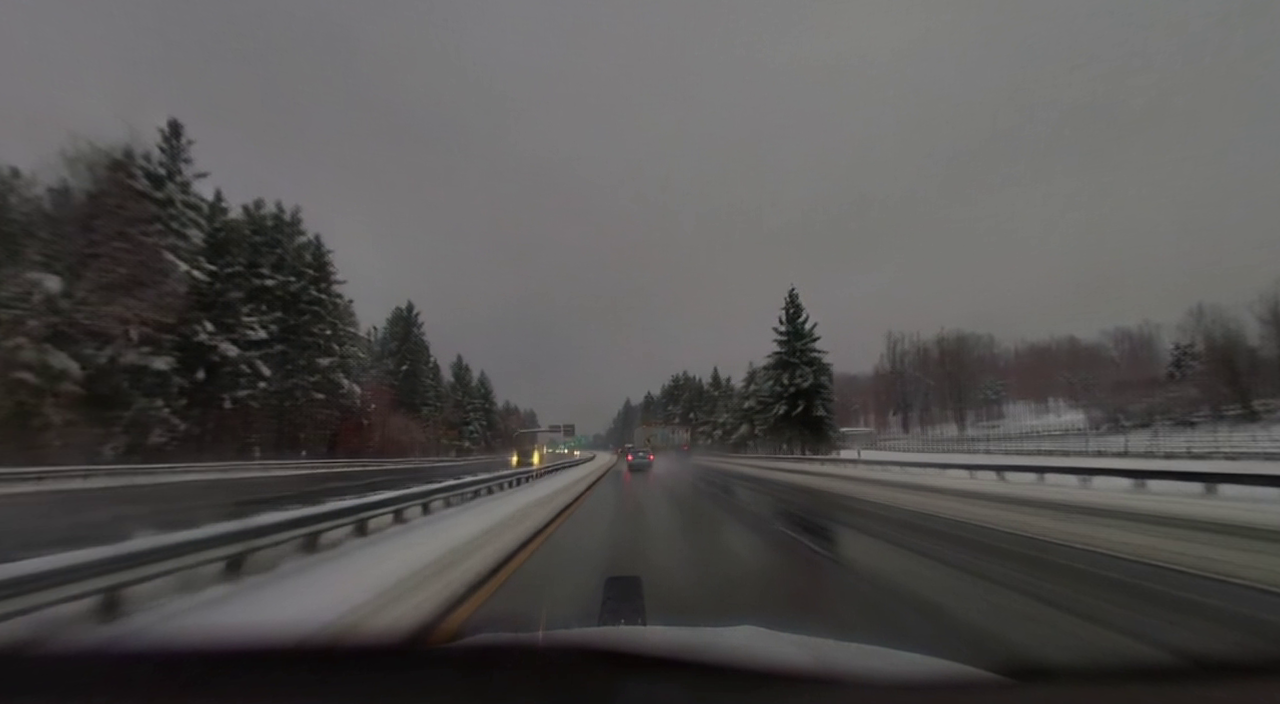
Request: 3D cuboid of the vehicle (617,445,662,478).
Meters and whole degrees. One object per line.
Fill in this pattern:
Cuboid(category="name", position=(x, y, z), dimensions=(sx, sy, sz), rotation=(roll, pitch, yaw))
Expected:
Cuboid(category="vehicle", position=(-0.055, 5.478, 31.665), dimensions=(2.069, 1.523, 4.012), rotation=(0, -9, -1))
